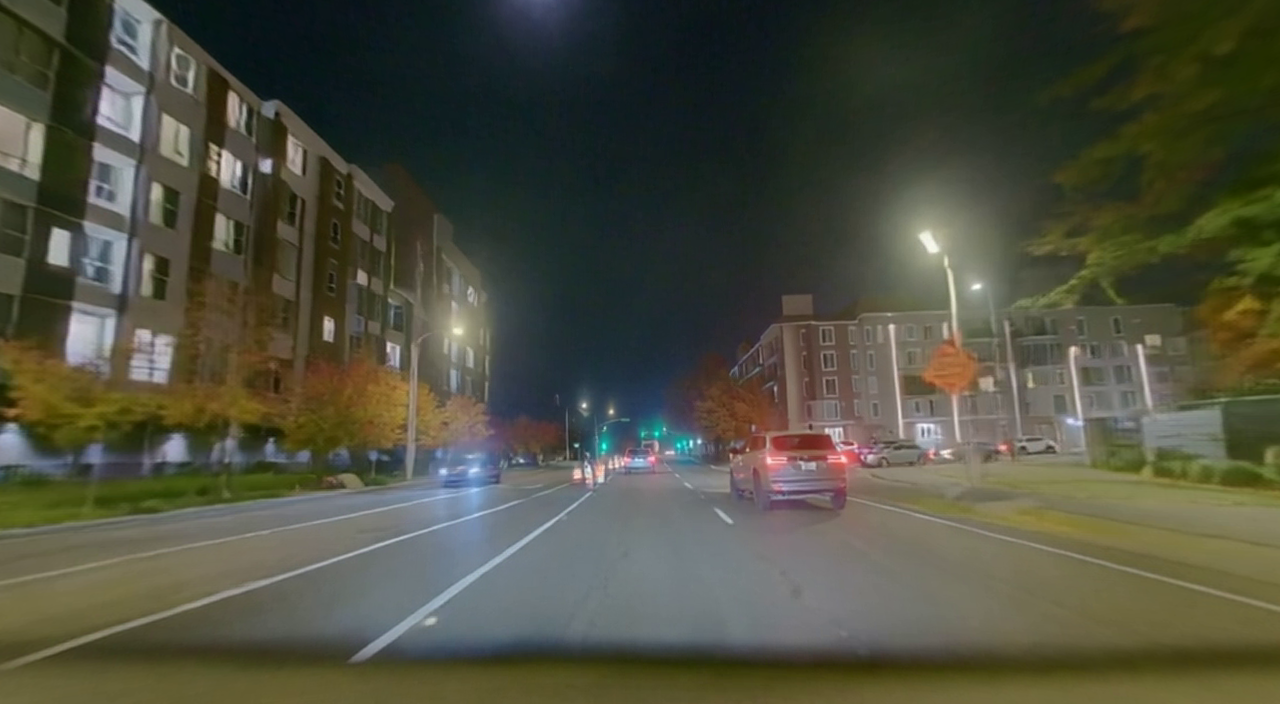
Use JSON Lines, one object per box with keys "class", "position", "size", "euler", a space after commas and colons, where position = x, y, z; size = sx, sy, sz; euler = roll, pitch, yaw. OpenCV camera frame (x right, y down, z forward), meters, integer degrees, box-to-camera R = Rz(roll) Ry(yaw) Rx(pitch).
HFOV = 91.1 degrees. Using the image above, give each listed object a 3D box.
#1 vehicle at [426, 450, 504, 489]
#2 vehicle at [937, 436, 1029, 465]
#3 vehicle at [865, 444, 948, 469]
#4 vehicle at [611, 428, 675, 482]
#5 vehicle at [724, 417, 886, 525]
{"class": "vehicle", "position": [-7.363, 4.979, 26.870], "size": [1.891, 1.496, 4.144], "euler": [-1, -9, 4]}
{"class": "vehicle", "position": [22.102, 6.339, 40.577], "size": [4.629, 1.756, 2.124], "euler": [0, -8, -2]}
{"class": "vehicle", "position": [17.010, 6.651, 40.146], "size": [4.568, 1.478, 1.900], "euler": [2, -9, -13]}
{"class": "vehicle", "position": [0.181, 5.020, 30.904], "size": [2.762, 2.309, 6.723], "euler": [0, -9, 1]}
{"class": "vehicle", "position": [3.183, 2.441, 13.512], "size": [2.120, 1.828, 5.531], "euler": [-1, -8, 2]}
